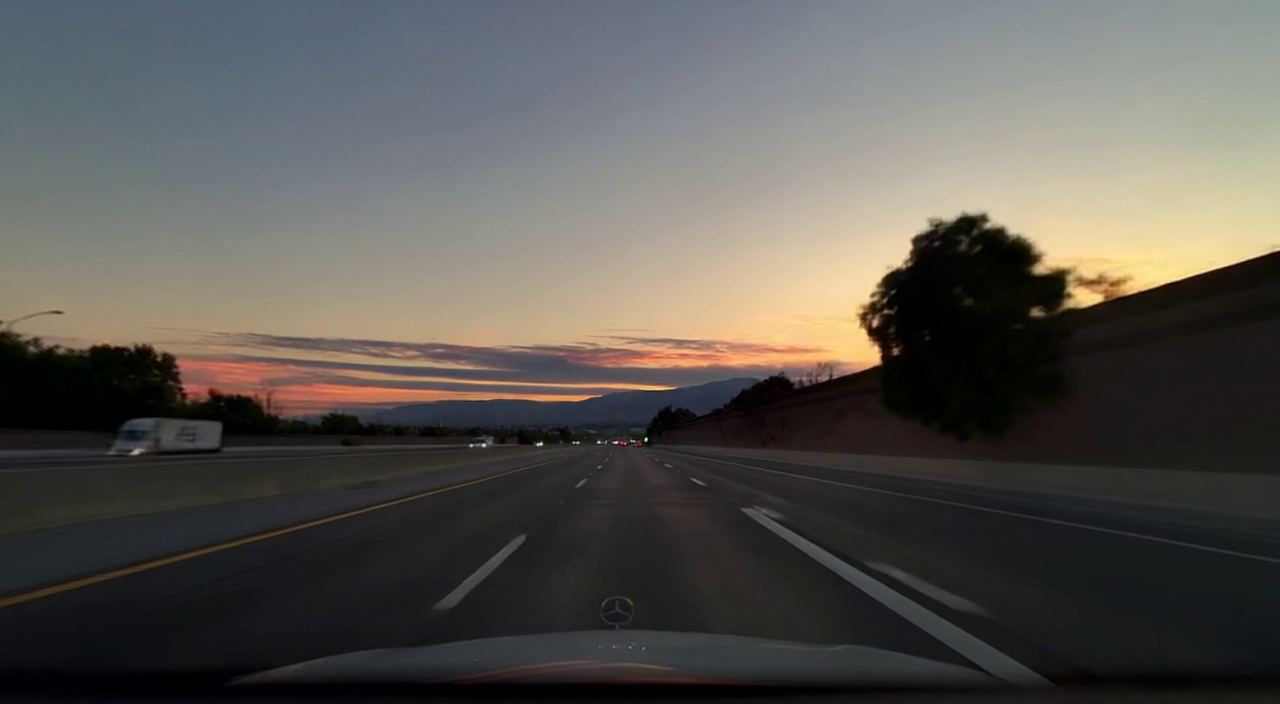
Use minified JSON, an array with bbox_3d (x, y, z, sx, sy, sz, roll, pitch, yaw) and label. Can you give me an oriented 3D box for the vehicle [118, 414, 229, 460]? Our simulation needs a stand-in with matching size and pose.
[{"bbox_3d":[-33.455,6.156,45.552,2.567,3.002,6.986,-1,-8,1],"label":"vehicle"}]
